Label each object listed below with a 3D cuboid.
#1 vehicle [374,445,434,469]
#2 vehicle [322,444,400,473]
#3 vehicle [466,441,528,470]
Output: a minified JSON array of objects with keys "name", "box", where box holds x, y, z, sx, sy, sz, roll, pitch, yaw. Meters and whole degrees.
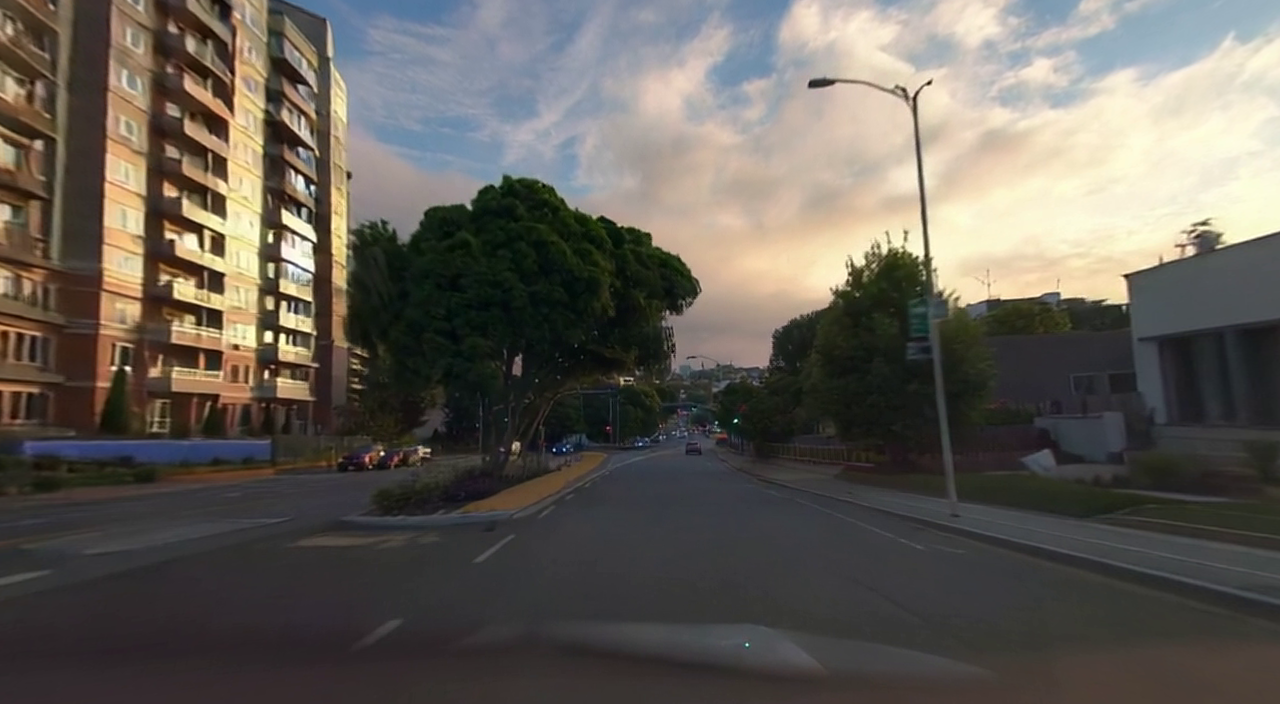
[{"name":"vehicle","box":[-15.665,6.978,42.123,1.816,1.464,4.540,-1,-9,6]},{"name":"vehicle","box":[-15.642,5.986,35.670,1.878,1.506,4.693,-1,-9,6]},{"name":"vehicle","box":[-7.976,5.812,35.540,2.017,1.473,4.379,-1,-9,7]}]
